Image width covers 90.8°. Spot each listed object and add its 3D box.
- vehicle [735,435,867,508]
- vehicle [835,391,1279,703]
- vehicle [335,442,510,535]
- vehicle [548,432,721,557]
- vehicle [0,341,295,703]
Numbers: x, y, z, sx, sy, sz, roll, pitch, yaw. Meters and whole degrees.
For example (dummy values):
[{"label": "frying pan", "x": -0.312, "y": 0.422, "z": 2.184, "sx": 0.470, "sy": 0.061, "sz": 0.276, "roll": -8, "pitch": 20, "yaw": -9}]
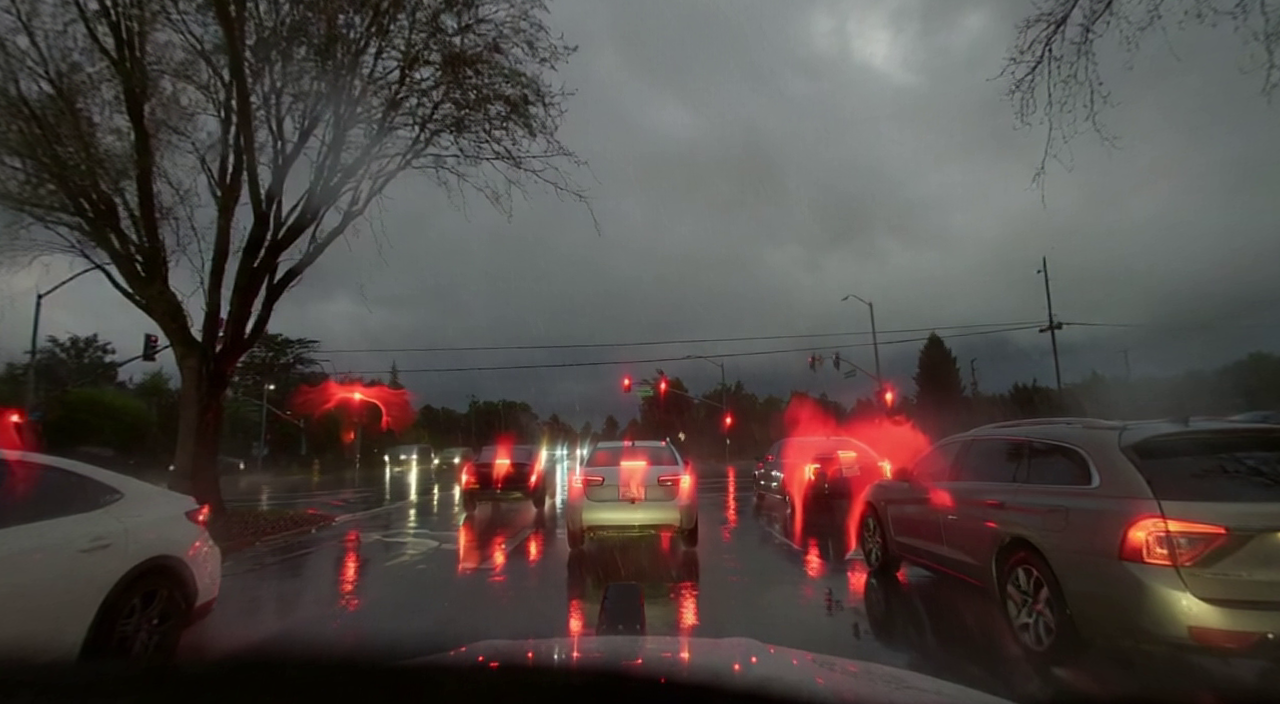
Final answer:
[{"label": "vehicle", "x": 3.646, "y": 2.779, "z": 15.243, "sx": 1.922, "sy": 1.472, "sz": 4.440, "roll": 0, "pitch": -8, "yaw": -1}, {"label": "vehicle", "x": 3.386, "y": 1.309, "z": 5.427, "sx": 1.933, "sy": 1.564, "sz": 4.600, "roll": 0, "pitch": -8, "yaw": 0}, {"label": "vehicle", "x": -3.929, "y": 2.508, "z": 12.332, "sx": 1.919, "sy": 1.459, "sz": 4.371, "roll": 0, "pitch": -8, "yaw": -1}, {"label": "vehicle", "x": -0.077, "y": 2.002, "z": 9.601, "sx": 2.061, "sy": 1.470, "sz": 3.970, "roll": 0, "pitch": -8, "yaw": 0}, {"label": "vehicle", "x": -3.660, "y": 0.839, "z": 2.542, "sx": 2.047, "sy": 1.764, "sz": 4.369, "roll": 0, "pitch": -8, "yaw": 0}]
